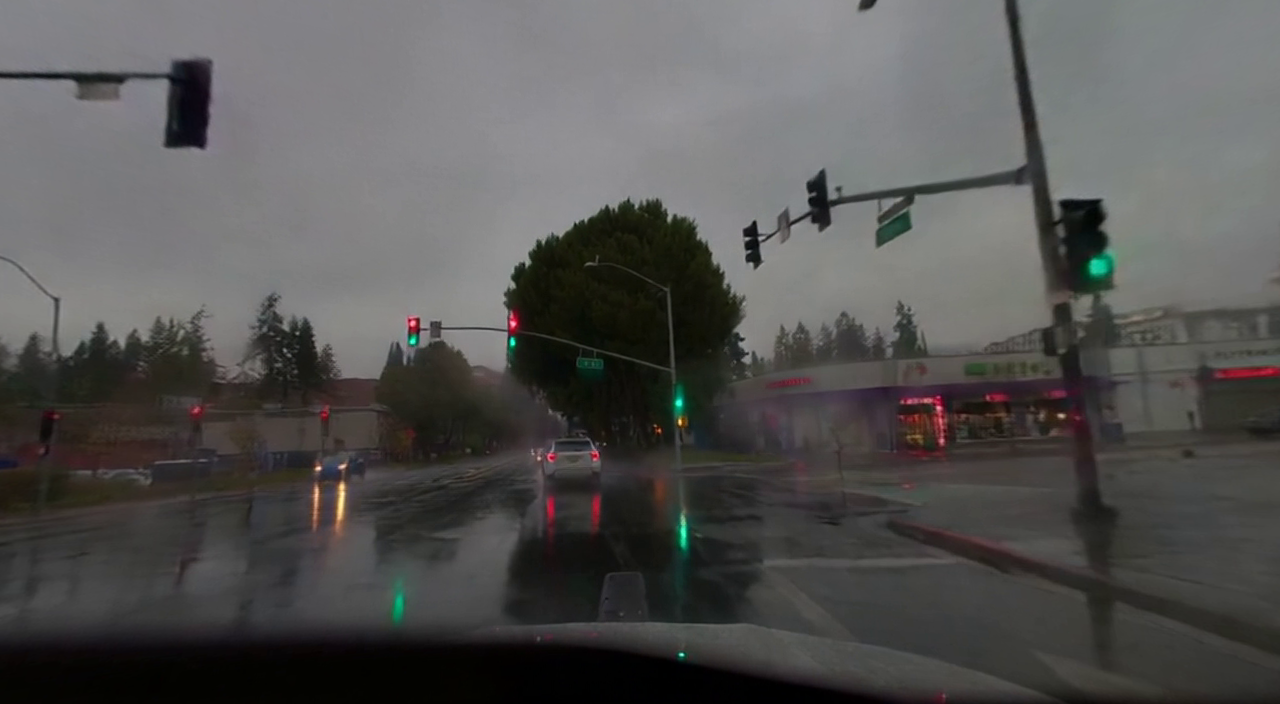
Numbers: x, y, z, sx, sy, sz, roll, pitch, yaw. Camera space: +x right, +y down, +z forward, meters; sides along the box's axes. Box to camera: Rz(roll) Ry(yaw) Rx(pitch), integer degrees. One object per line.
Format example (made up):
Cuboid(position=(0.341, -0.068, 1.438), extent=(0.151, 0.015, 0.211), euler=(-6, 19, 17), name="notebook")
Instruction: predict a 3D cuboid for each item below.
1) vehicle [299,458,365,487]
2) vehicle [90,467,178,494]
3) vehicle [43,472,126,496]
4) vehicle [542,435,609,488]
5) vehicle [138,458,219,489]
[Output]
Cuboid(position=(-17.881, 6.982, 36.930), extent=(1.873, 1.483, 4.657), euler=(0, -8, -5), name="vehicle")
Cuboid(position=(-31.656, 8.032, 39.716), extent=(2.004, 1.479, 4.230), euler=(0, -9, 0), name="vehicle")
Cuboid(position=(-38.540, 9.164, 43.930), extent=(3.894, 1.446, 1.760), euler=(1, -9, -9), name="vehicle")
Cuboid(position=(-2.360, 3.939, 23.034), extent=(2.227, 1.733, 3.930), euler=(1, -8, -6), name="vehicle")
Cuboid(position=(-28.224, 7.425, 38.812), extent=(2.142, 1.671, 4.083), euler=(1, -9, -7), name="vehicle")
